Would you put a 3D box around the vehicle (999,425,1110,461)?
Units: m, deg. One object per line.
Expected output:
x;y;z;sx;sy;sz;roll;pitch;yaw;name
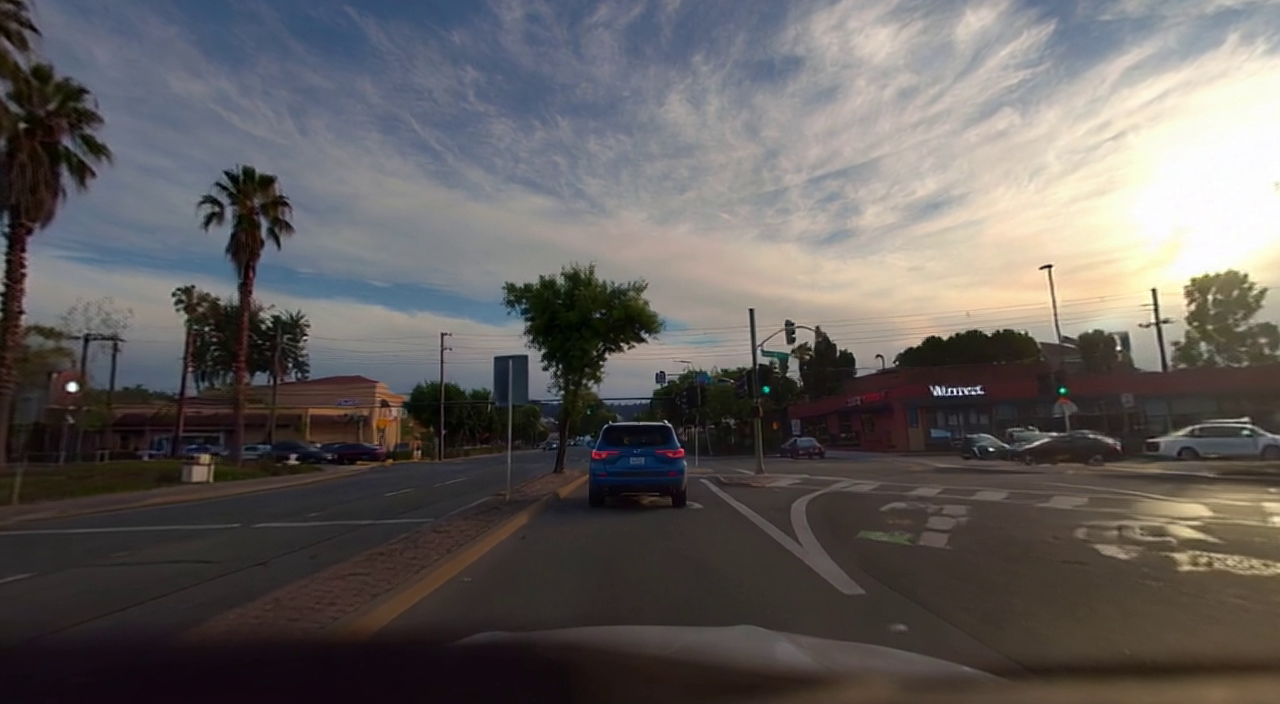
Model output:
21.761;4.813;33.348;4.641;1.778;1.958;-5;-10;32;vehicle

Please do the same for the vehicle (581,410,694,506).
-0.035;2.499;15.206;2.263;1.932;4.709;0;-8;0;vehicle

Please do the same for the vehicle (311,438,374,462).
-22.247;7.295;47.147;4.790;1.687;1.969;-6;-10;33;vehicle

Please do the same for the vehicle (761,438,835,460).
11.069;6.778;44.380;4.665;1.467;1.833;-6;-10;34;vehicle

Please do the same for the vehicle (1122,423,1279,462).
28.816;4.714;32.761;5.809;1.839;1.957;-6;-10;34;vehicle

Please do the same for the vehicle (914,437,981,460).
20.514;6.416;42.124;3.809;1.435;1.690;-5;-10;31;vehicle
